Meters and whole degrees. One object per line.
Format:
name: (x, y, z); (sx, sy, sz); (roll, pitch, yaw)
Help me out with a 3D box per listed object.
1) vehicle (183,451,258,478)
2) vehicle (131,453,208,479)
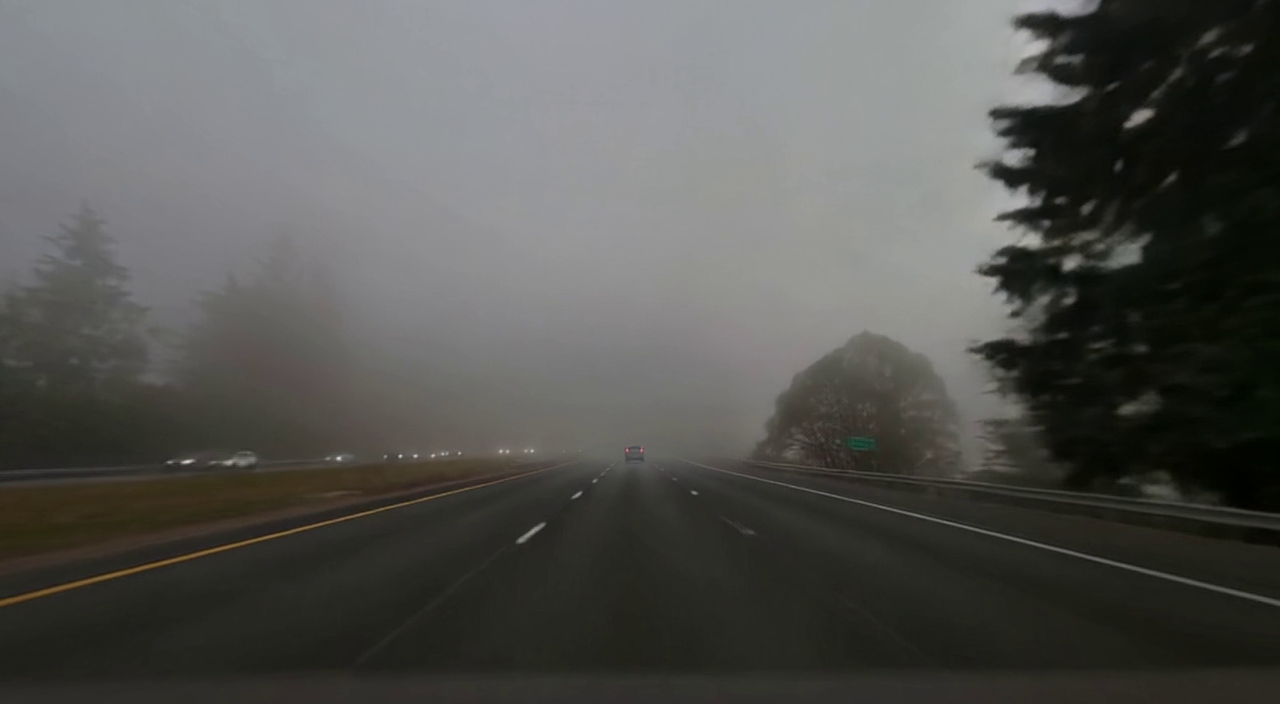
vehicle: (-28.744, 7.694, 43.495); (1.977, 1.664, 4.701); (0, -9, 0)
vehicle: (-32.613, 7.907, 43.971); (1.931, 1.667, 4.443); (0, -9, 0)
